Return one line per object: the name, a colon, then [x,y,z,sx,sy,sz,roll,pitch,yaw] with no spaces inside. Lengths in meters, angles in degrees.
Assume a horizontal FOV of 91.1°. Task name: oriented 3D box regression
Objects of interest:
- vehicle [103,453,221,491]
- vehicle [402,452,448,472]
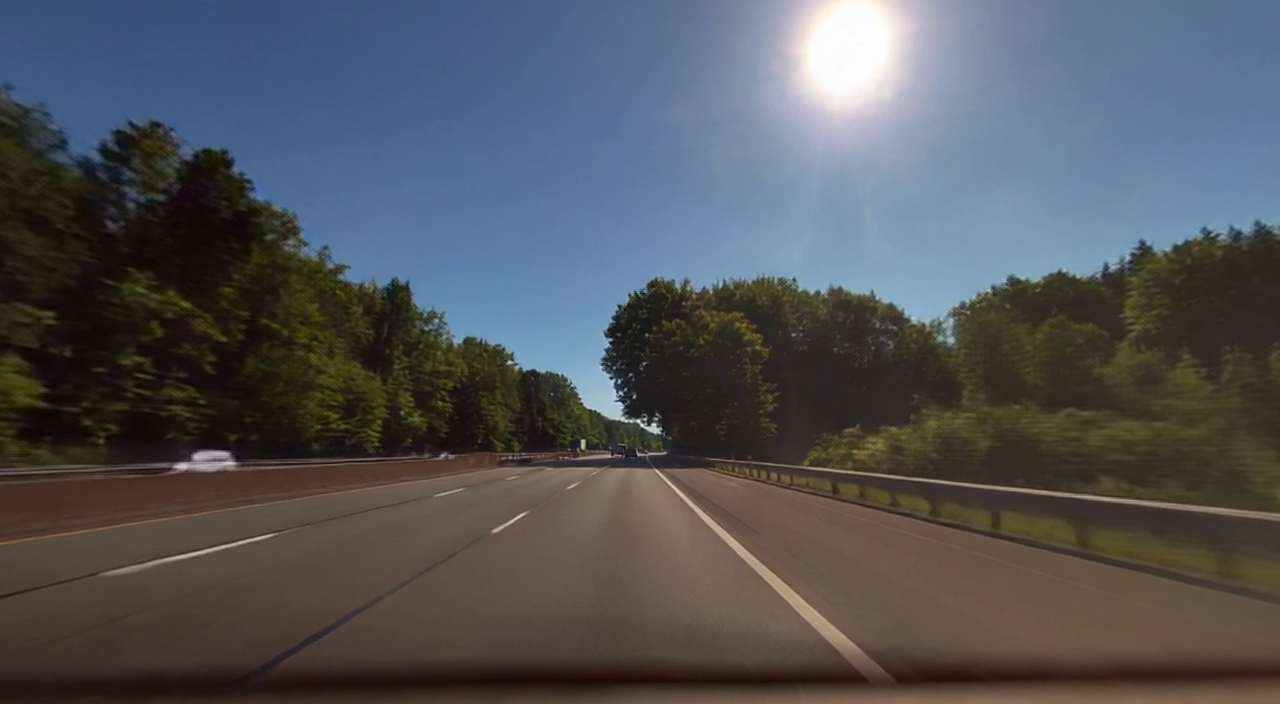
vehicle: [-20.042,5.003,26.589,1.860,1.451,4.015,0,-9,-1]
vehicle: [-16.684,8.532,48.977,1.997,1.467,4.524,-1,-9,0]
